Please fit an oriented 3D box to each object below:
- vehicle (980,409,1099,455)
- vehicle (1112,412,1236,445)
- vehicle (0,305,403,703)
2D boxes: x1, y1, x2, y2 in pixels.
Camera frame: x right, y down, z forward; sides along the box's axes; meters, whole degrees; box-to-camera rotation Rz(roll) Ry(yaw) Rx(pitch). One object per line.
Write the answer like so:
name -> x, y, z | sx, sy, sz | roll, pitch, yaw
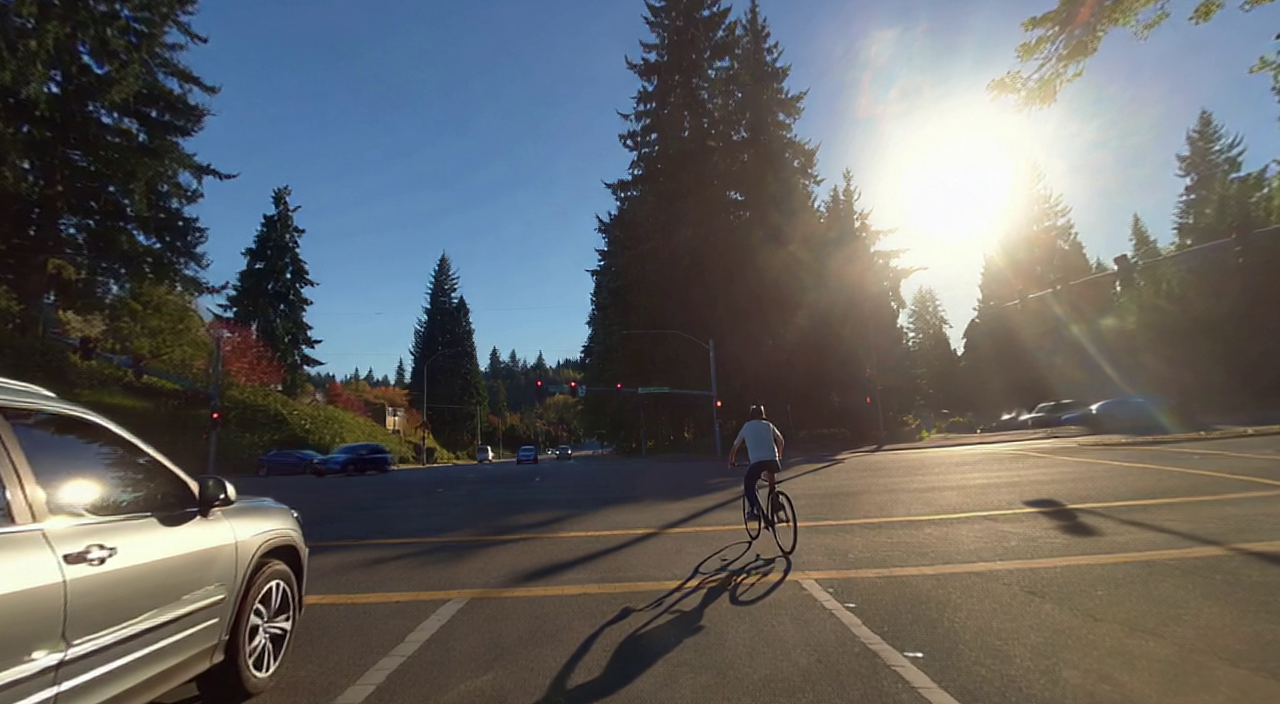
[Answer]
vehicle -> 18.578, 3.748, 29.378 | 4.237, 1.948, 1.997 | 0, -9, -9
vehicle -> 25.769, 3.725, 30.489 | 4.716, 1.507, 1.904 | 2, -9, -11
vehicle -> -2.960, 0.868, 2.756 | 2.049, 1.756, 4.602 | 0, -8, 0
